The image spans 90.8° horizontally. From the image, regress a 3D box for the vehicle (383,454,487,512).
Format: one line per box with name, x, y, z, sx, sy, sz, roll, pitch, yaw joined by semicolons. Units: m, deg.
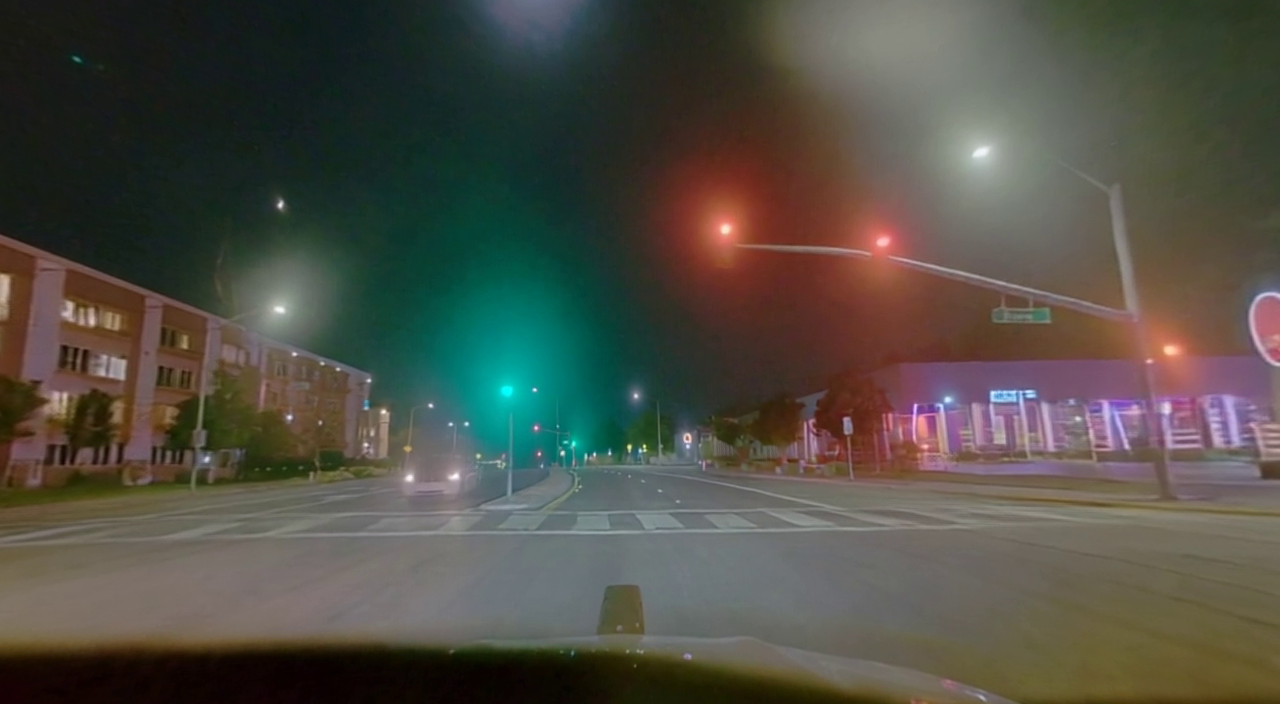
vehicle;-5.900;3.782;18.760;1.894;1.474;4.332;0;-9;-4
